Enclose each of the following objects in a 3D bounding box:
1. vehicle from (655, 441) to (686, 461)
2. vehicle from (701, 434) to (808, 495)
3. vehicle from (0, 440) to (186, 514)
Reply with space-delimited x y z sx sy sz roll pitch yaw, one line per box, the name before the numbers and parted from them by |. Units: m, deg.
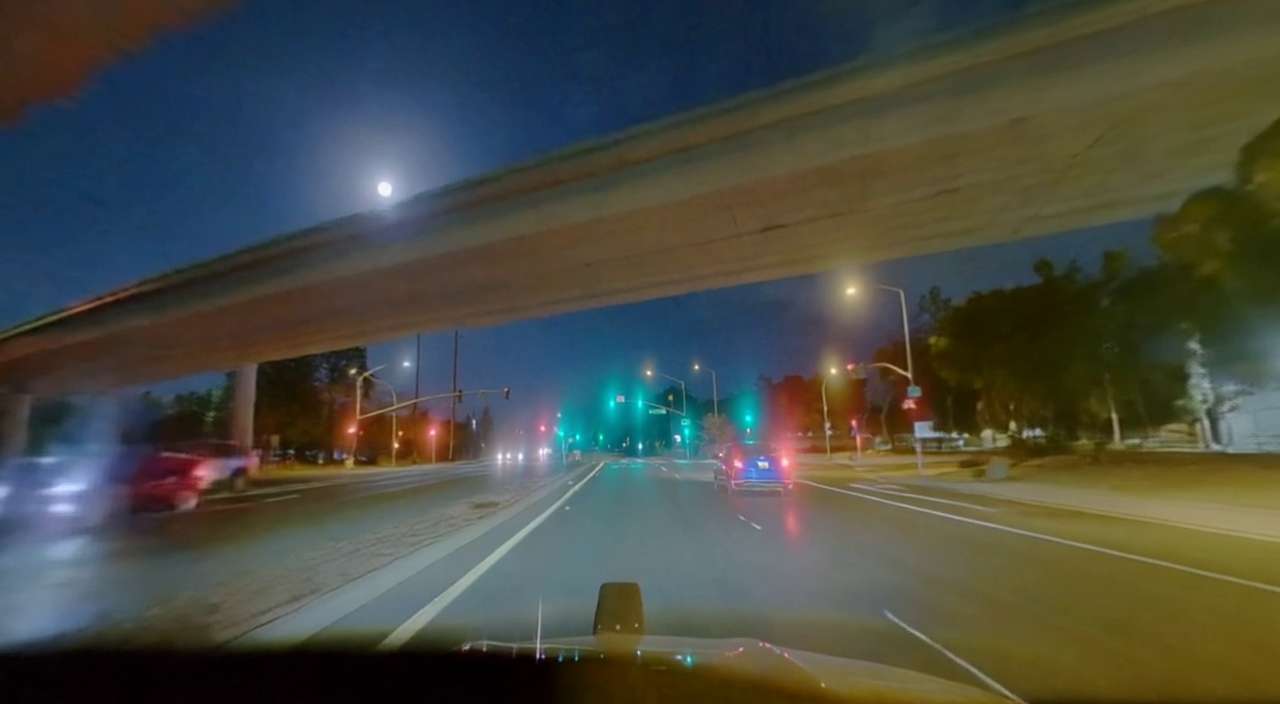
vehicle | 2.343 7.812 49.939 2.038 1.437 3.856 0 -8 -3
vehicle | 3.071 3.114 17.945 2.062 1.484 4.332 0 -8 -2
vehicle | -14.447 3.159 16.544 1.844 1.650 4.333 0 -8 0
